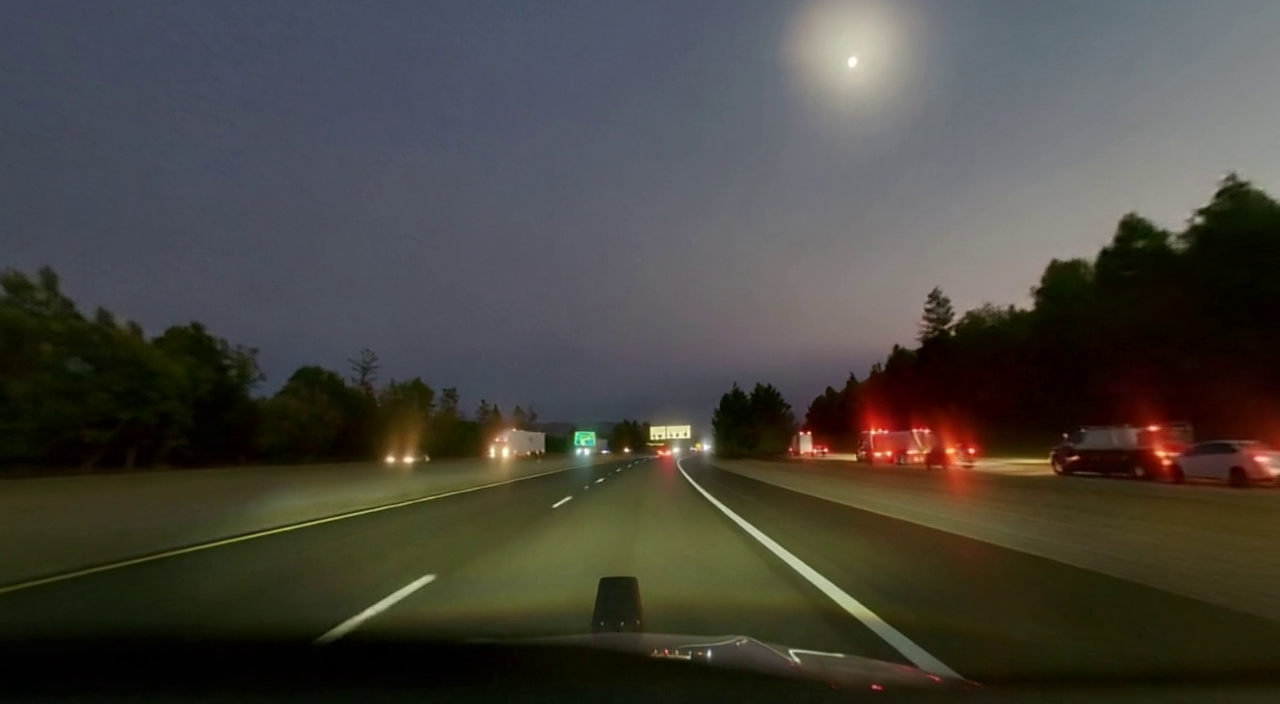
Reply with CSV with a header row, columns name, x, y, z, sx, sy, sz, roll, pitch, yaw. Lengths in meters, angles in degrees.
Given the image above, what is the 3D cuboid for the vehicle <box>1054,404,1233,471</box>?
name,x,y,z,sx,sy,sz,roll,pitch,yaw
vehicle,37.428,6.725,48.168,2.915,4.160,14.848,-5,-10,7

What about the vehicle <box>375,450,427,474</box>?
name,x,y,z,sx,sy,sz,roll,pitch,yaw
vehicle,-15.435,7.090,40.857,1.762,1.467,3.614,-1,-9,3
